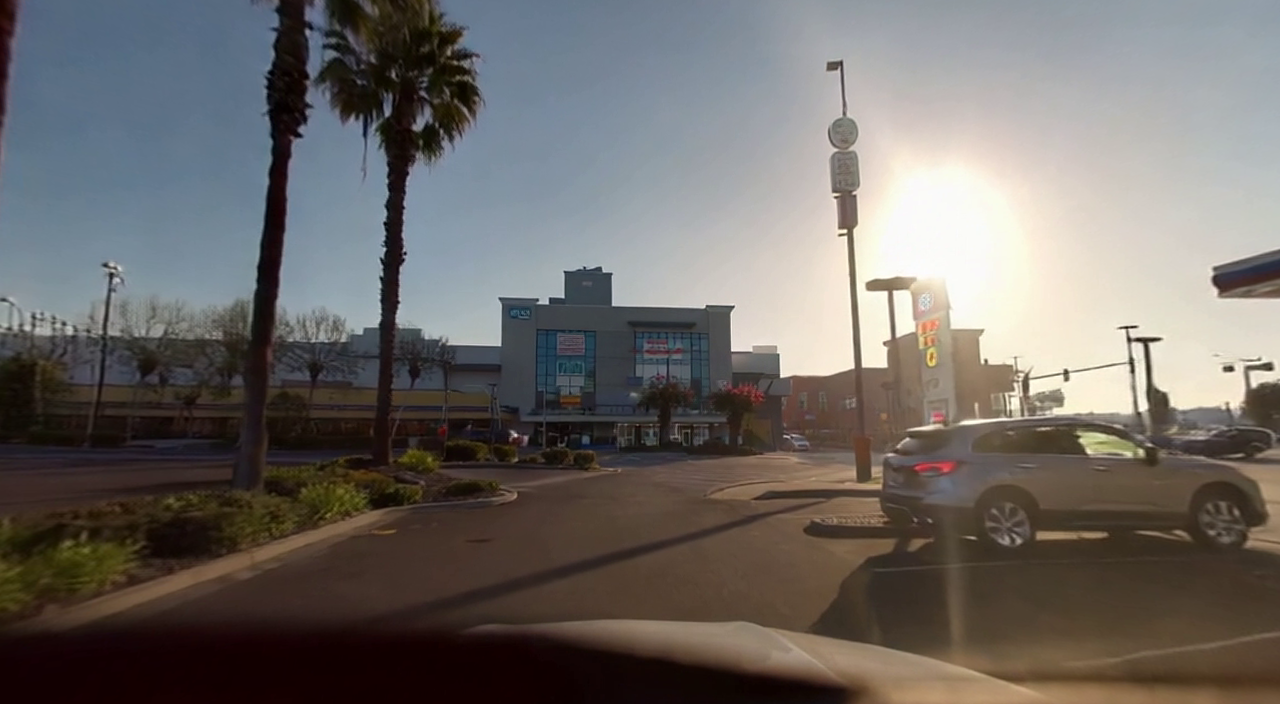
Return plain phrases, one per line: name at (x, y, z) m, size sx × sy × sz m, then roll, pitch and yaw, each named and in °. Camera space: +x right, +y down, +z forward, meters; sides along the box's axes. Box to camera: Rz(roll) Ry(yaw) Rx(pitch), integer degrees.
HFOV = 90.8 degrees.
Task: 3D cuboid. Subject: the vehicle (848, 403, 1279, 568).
vehicle at (5.434, 1.654, 8.325) m, size 4.560 × 1.818 × 2.148 m, roll 0°, pitch -8°, yaw -4°
